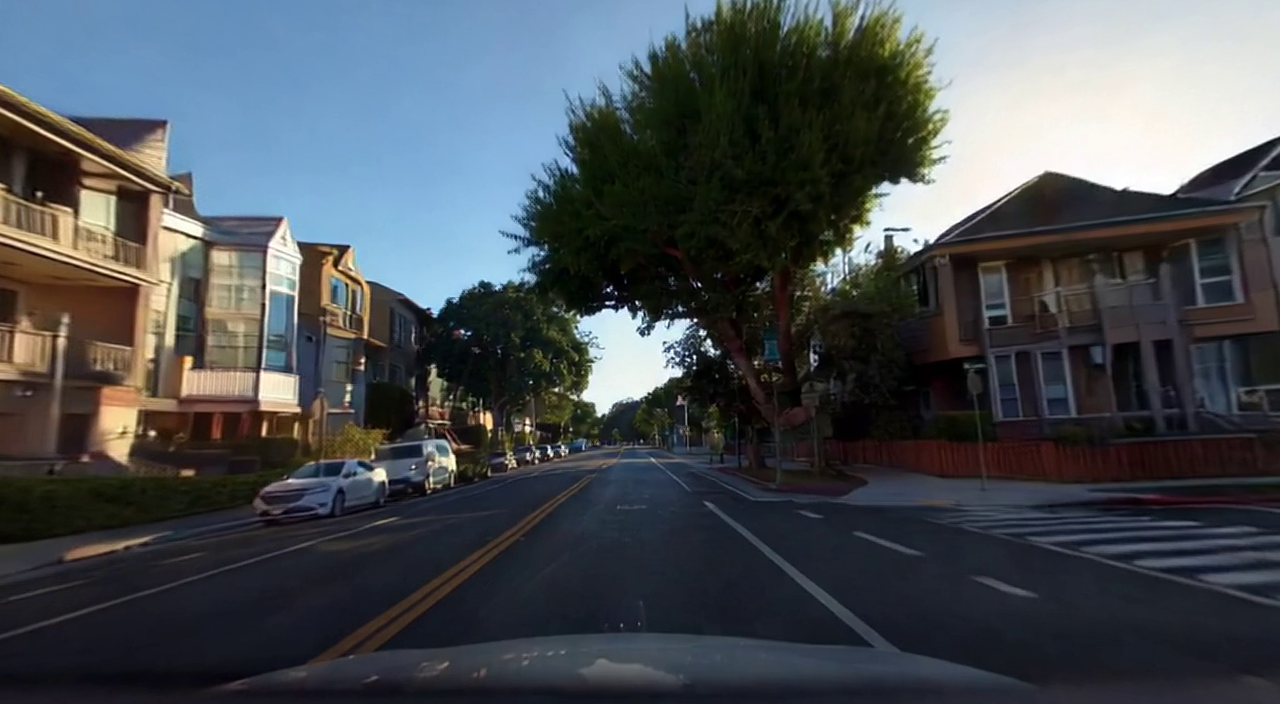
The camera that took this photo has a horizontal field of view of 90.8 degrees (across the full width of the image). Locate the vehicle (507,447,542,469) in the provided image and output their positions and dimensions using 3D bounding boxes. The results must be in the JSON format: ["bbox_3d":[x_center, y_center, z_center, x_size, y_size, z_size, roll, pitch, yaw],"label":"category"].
[{"bbox_3d":[-8.307,7.640,45.654,1.852,1.482,3.916,-1,-9,-2],"label":"vehicle"}]

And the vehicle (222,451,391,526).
[{"bbox_3d":[-8.061,3.286,15.844,1.967,1.517,4.360,0,-8,-2],"label":"vehicle"}]

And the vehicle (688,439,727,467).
[{"bbox_3d":[4.018,6.052,38.020,1.845,1.556,3.929,0,-8,-1],"label":"vehicle"}]

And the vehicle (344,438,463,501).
[{"bbox_3d":[-7.906,3.978,21.796,2.283,1.853,4.903,-1,-9,-1],"label":"vehicle"}]

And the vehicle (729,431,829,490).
[{"bbox_3d":[4.305,3.445,20.364,2.034,1.674,4.271,0,-8,-3],"label":"vehicle"}]
